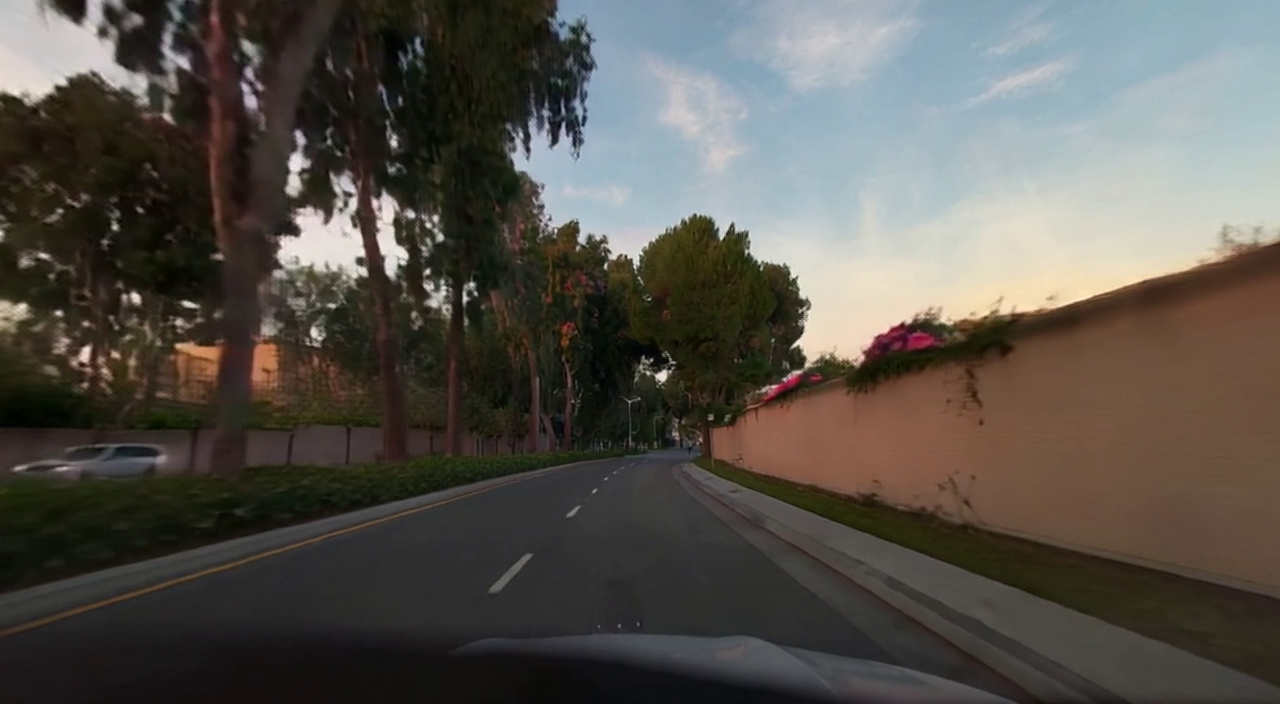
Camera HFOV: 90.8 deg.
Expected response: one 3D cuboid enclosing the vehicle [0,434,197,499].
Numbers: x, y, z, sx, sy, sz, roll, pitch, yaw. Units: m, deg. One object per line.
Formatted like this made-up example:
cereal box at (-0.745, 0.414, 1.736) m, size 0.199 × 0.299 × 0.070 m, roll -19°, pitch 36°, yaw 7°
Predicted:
vehicle at (-16.762, 3.513, 19.852) m, size 2.186 × 1.769 × 4.869 m, roll 0°, pitch -8°, yaw -1°
